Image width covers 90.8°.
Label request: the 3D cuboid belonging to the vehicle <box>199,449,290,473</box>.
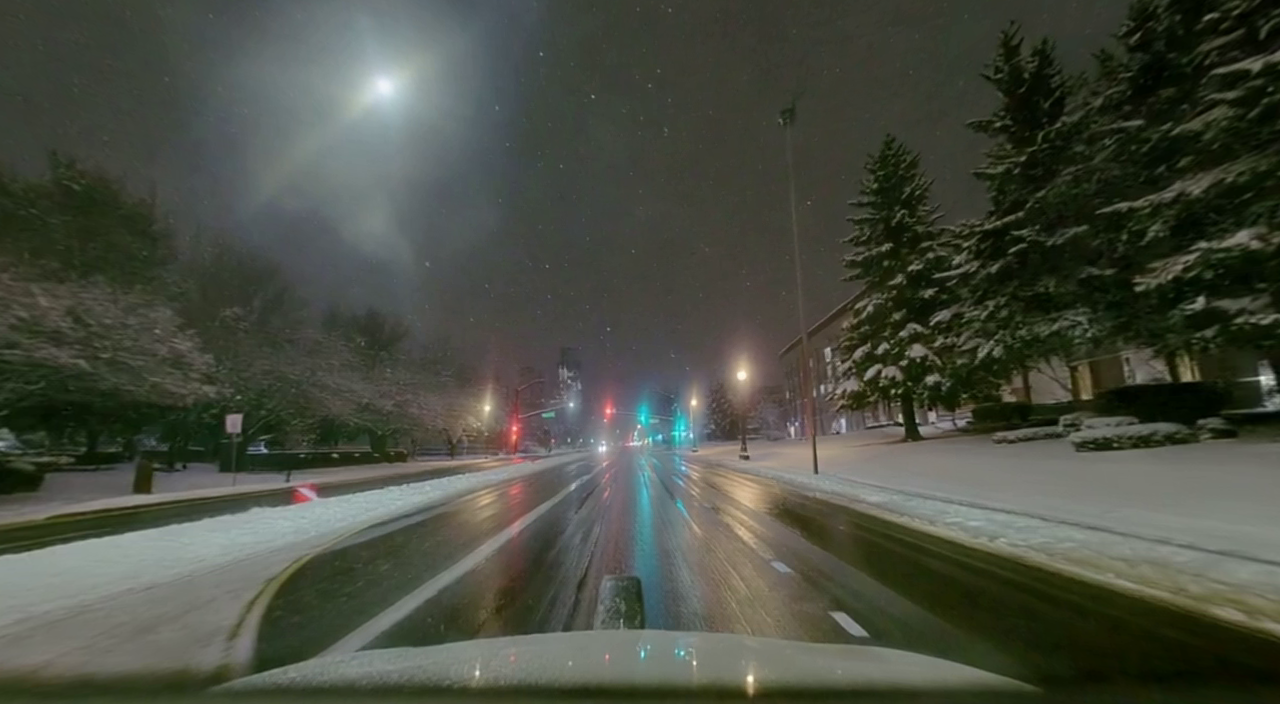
[{"bbox_3d":[-25.112,6.905,40.223,4.417,1.460,2.076,0,-8,2],"label":"vehicle"}]
